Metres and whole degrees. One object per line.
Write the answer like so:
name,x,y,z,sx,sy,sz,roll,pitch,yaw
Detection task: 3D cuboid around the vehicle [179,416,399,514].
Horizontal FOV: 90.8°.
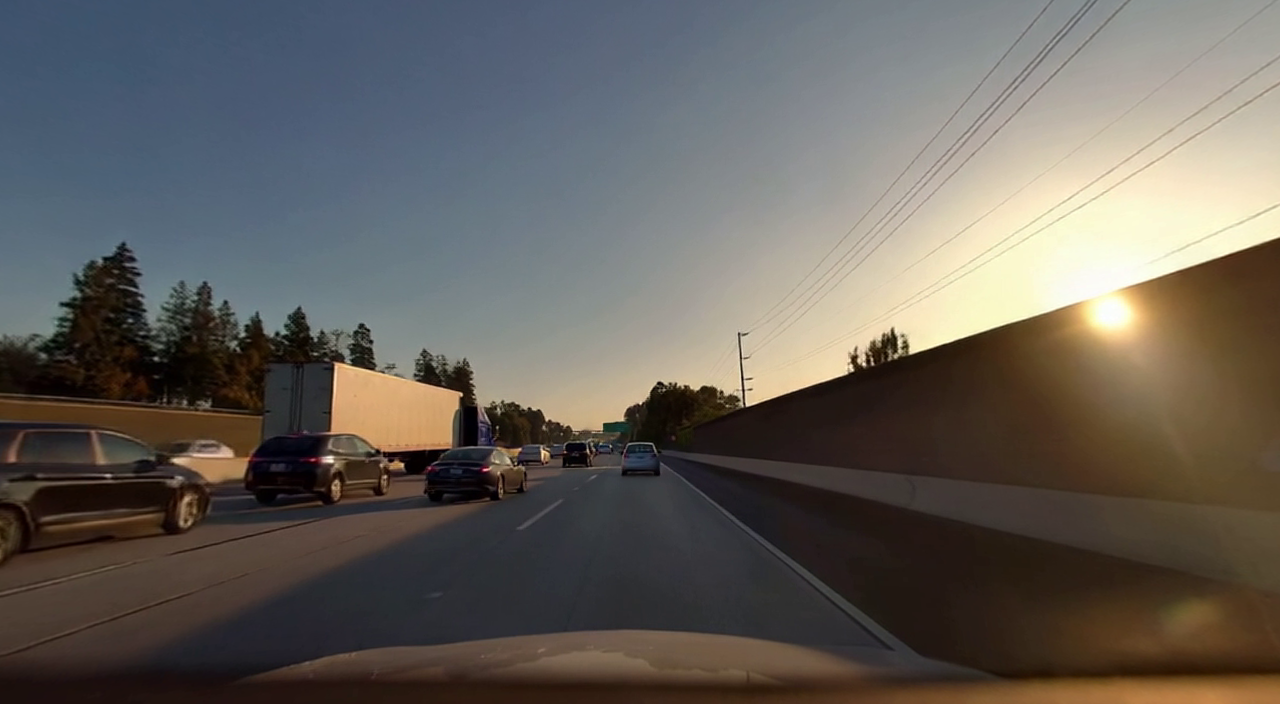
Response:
vehicle,-7.572,2.500,14.453,2.054,1.825,5.072,0,-8,1

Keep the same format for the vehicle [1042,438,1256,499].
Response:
vehicle,14.088,3.229,17.993,2.027,1.478,4.849,0,-9,-1

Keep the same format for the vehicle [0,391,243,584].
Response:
vehicle,-6.941,1.448,7.134,2.027,1.762,4.386,0,-9,0

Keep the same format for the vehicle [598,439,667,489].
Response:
vehicle,-0.256,3.686,21.122,2.089,1.477,3.818,0,-8,-1

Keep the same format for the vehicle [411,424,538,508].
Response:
vehicle,-3.799,2.701,15.354,1.923,1.716,4.289,0,-9,0

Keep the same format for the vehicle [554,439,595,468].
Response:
vehicle,-3.981,6.260,39.175,1.976,1.705,4.176,0,-8,1
